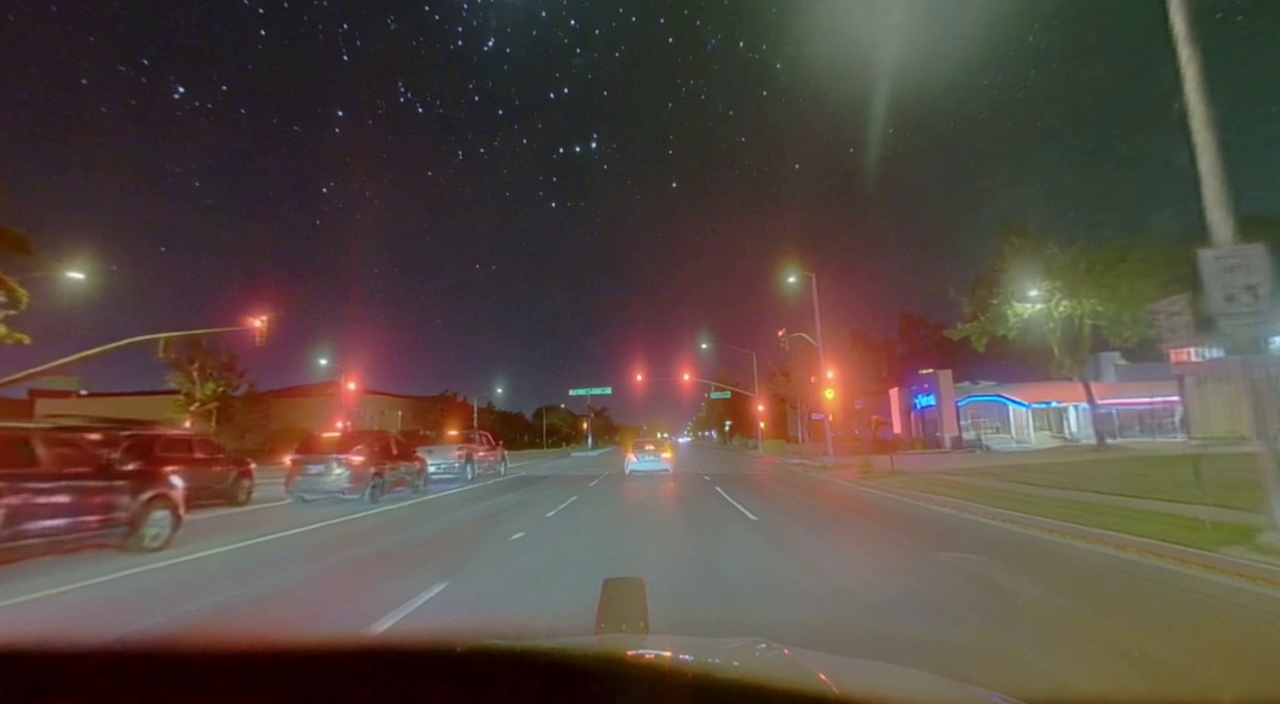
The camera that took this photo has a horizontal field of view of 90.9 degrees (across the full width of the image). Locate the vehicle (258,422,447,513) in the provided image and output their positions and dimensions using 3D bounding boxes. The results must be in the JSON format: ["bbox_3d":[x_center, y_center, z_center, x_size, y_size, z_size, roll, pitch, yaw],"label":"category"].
[{"bbox_3d":[-6.712,2.754,15.547,2.111,1.864,4.932,-1,-9,3],"label":"vehicle"}]

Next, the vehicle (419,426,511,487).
[{"bbox_3d":[-6.543,3.987,24.275,2.316,2.014,5.215,-1,-9,-4],"label":"vehicle"}]

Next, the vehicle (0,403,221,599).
[{"bbox_3d":[-6.944,1.460,6.318,1.951,1.809,4.917,0,-9,2],"label":"vehicle"}]

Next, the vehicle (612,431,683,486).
[{"bbox_3d":[0.291,3.593,21.504,2.197,1.682,3.642,0,-9,2],"label":"vehicle"}]
